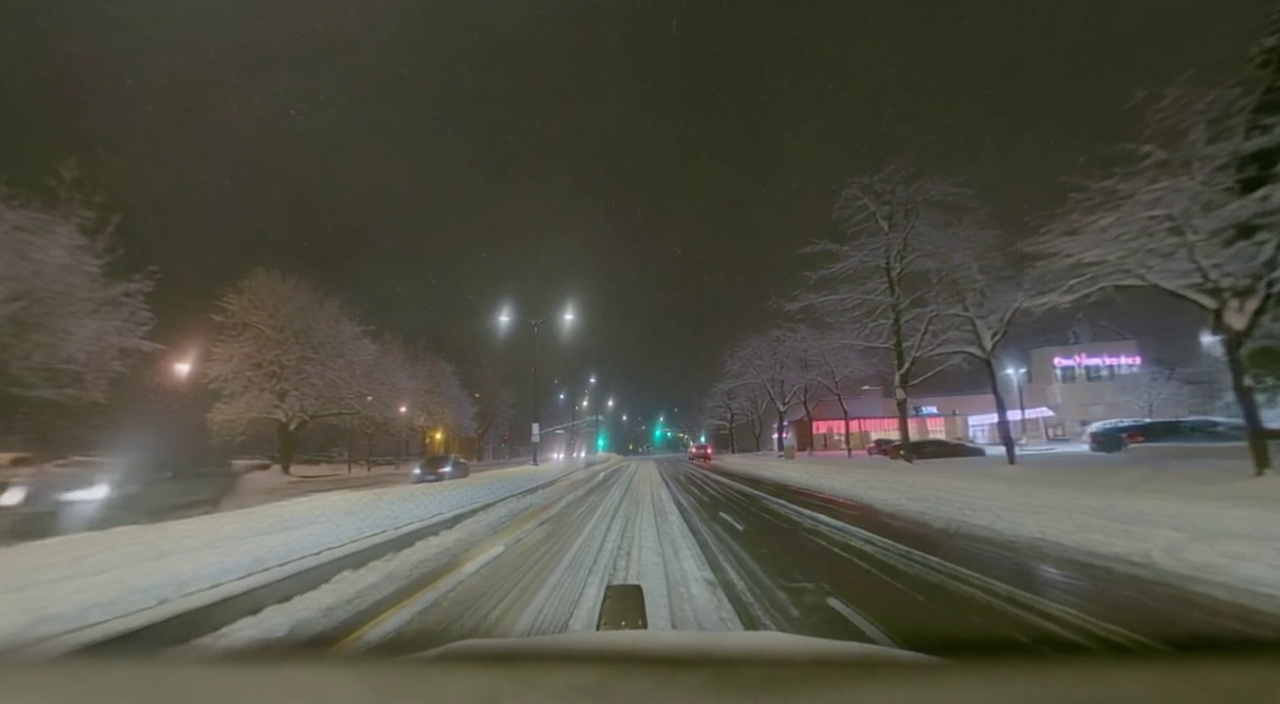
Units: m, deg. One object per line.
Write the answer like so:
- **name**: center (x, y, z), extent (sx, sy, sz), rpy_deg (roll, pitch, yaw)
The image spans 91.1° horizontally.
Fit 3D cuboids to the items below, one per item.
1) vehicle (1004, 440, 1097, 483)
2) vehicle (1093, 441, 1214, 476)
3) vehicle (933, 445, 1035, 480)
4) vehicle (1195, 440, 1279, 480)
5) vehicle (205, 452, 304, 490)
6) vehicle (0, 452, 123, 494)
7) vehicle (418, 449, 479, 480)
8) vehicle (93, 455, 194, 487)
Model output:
- **vehicle**: center (18.664, 4.926, 28.541), extent (3.754, 1.844, 2.002), rpy_deg (5, -10, -31)
- **vehicle**: center (27.289, 5.664, 33.499), extent (4.478, 1.746, 2.159), rpy_deg (0, -8, 0)
- **vehicle**: center (16.653, 5.292, 30.381), extent (4.313, 1.584, 2.282), rpy_deg (5, -10, -29)
- **vehicle**: center (26.869, 4.613, 27.039), extent (4.057, 1.647, 1.981), rpy_deg (0, -8, -3)
- **vehicle**: center (-20.035, 6.173, 32.916), extent (2.218, 1.788, 4.604), rpy_deg (0, -9, 0)
- **vehicle**: center (-29.616, 6.084, 31.902), extent (5.319, 1.985, 2.410), rpy_deg (-3, -9, 16)
- **vehicle**: center (-9.678, 5.686, 32.075), extent (1.880, 1.461, 4.446), rpy_deg (0, -9, -3)
- **vehicle**: center (-30.815, 7.367, 39.122), extent (4.584, 1.790, 1.858), rpy_deg (5, -10, -30)
